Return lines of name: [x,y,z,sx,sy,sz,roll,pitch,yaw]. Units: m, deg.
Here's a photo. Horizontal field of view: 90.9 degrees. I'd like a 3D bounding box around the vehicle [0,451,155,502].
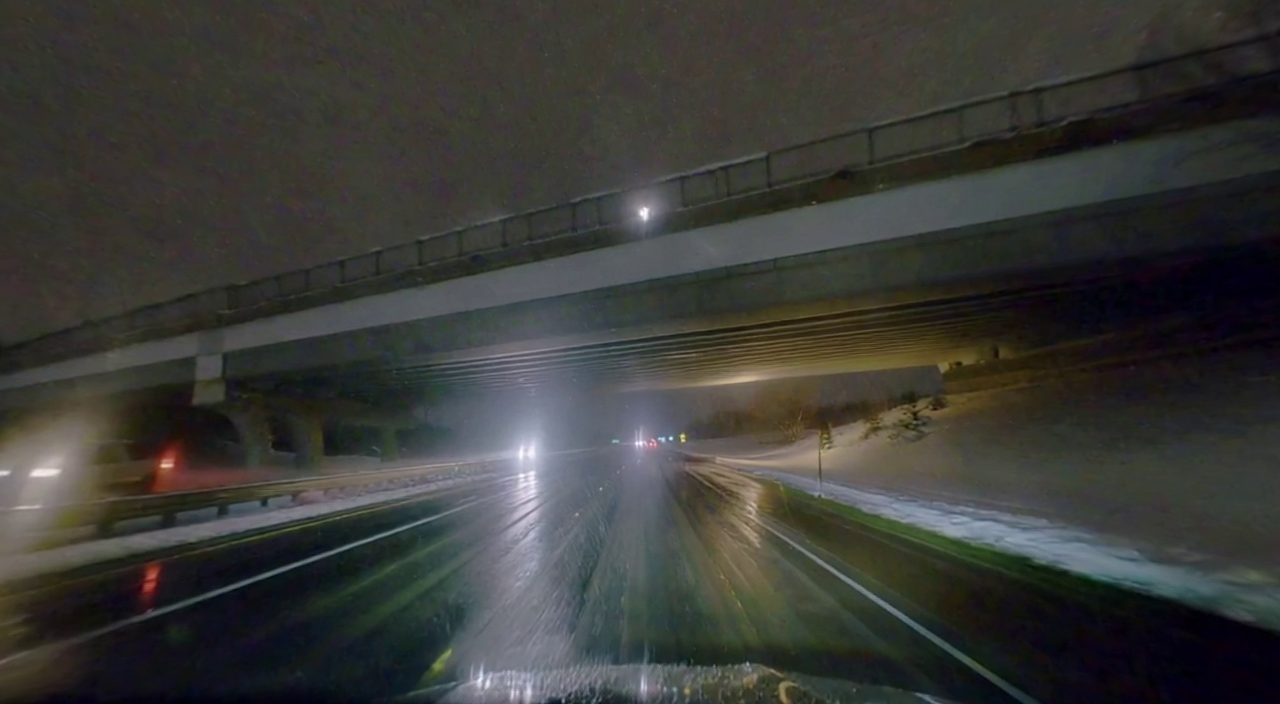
vehicle: [-20.276,4.387,22.724,1.909,1.592,4.485,0,-8,1]
